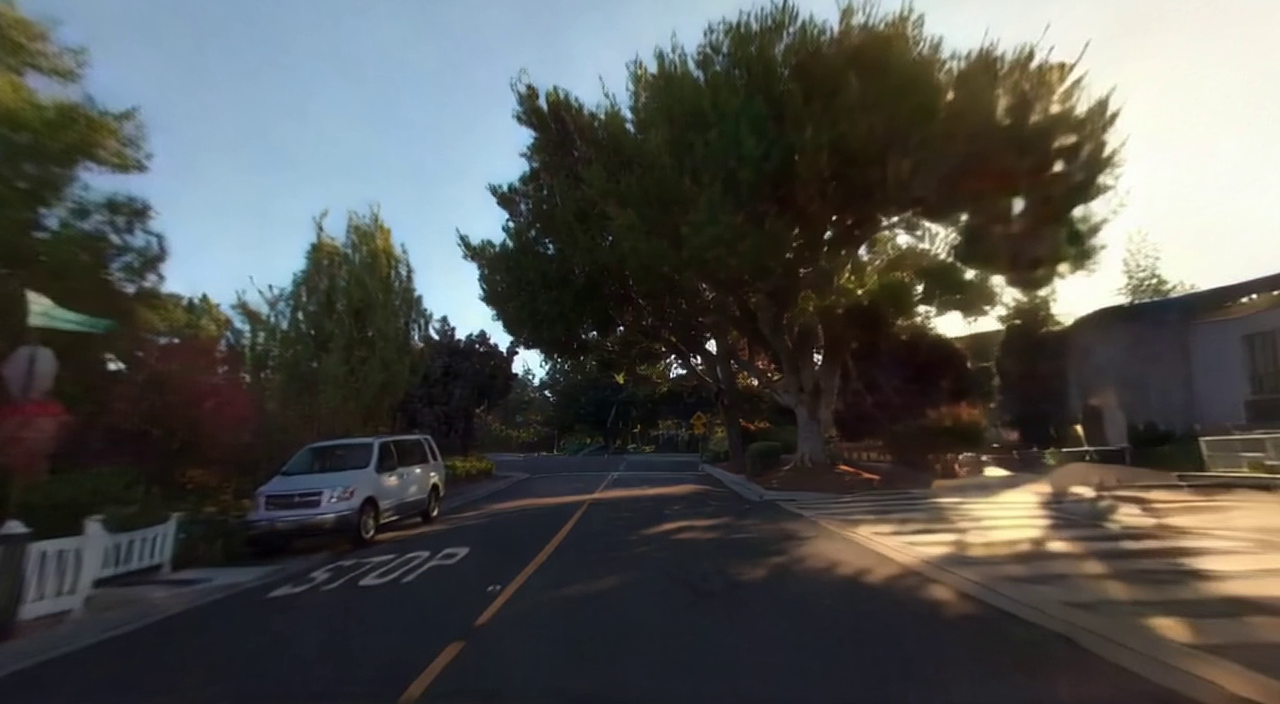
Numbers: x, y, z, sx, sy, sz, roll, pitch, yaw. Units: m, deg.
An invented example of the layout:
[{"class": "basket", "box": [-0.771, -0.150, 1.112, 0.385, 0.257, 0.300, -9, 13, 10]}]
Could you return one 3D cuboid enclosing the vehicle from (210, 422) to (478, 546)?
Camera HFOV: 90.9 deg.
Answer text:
[{"class": "vehicle", "box": [-5.497, 2.507, 13.073, 2.308, 1.899, 6.107, -2, -8, 4]}]
